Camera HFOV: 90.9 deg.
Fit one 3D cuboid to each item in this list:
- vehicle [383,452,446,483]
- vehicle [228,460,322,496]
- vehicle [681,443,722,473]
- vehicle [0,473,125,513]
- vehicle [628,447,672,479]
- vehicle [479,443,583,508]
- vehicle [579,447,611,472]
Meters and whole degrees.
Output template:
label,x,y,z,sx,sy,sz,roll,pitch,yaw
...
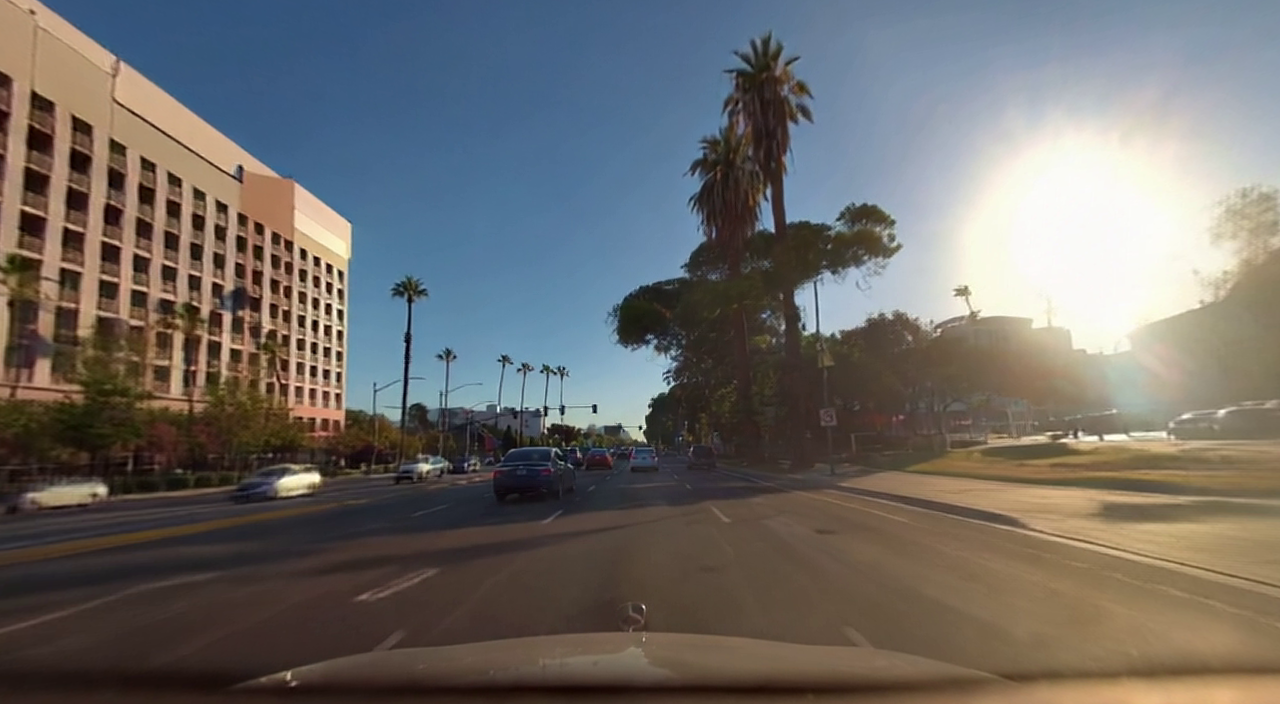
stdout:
label,x,y,z,sx,sy,sz,roll,pitch,yaw
vehicle,-13.666,7.000,38.495,2.096,1.721,4.628,0,-9,1
vehicle,-17.370,5.987,30.237,1.870,1.511,4.358,0,-9,0
vehicle,3.821,6.719,40.075,2.108,1.785,4.334,0,-9,-1
vehicle,-27.024,6.501,29.395,1.875,1.467,4.747,0,-9,1
vehicle,0.488,5.656,32.368,2.147,1.507,3.953,0,-9,0
vehicle,-2.767,3.244,17.103,1.908,1.505,4.369,-1,-9,2
vehicle,-3.250,7.892,46.539,2.168,1.719,4.283,0,-9,-2
